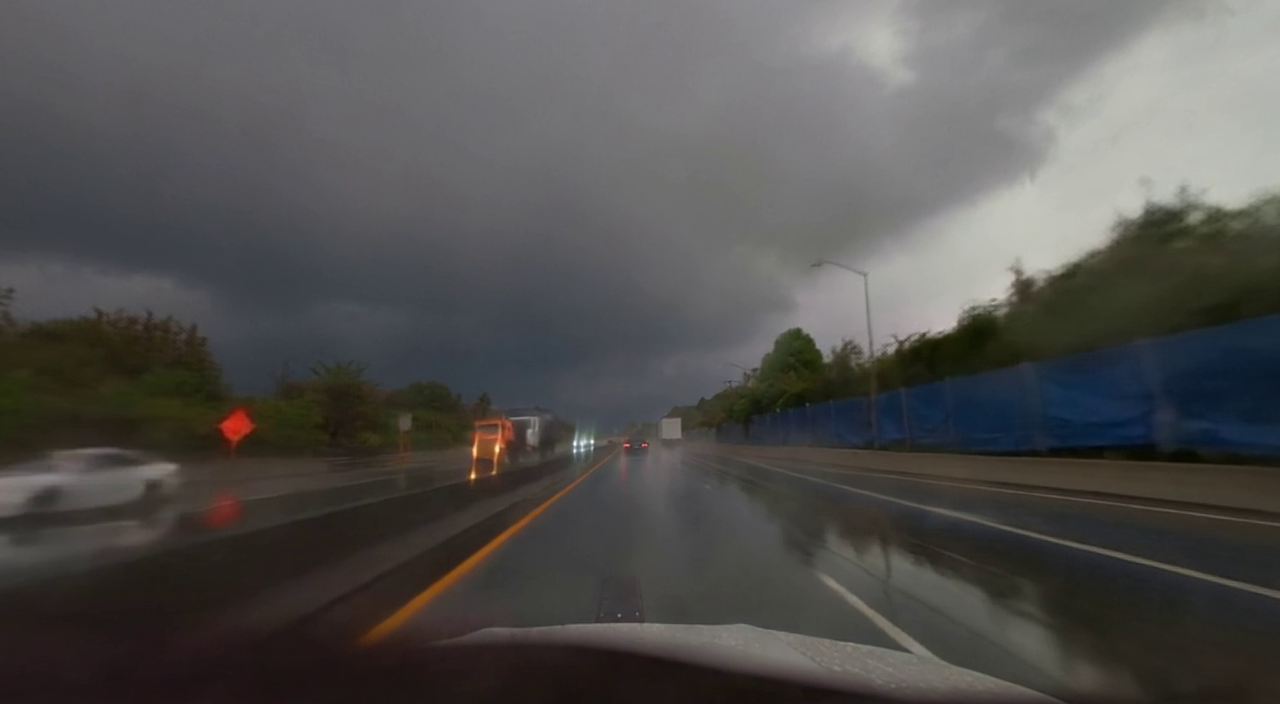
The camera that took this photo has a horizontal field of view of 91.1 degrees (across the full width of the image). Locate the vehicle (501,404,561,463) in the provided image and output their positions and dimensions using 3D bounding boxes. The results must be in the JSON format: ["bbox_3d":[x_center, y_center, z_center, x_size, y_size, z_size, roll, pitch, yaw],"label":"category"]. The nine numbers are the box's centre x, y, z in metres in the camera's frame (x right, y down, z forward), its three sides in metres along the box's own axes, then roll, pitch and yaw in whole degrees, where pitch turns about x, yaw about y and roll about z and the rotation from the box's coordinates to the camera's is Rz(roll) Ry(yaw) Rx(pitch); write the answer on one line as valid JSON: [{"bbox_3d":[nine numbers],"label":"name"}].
[{"bbox_3d":[-8.439,6.550,49.920,3.129,4.014,10.246,-4,-8,-2],"label":"vehicle"}]

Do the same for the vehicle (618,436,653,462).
[{"bbox_3d":[-0.327,5.817,37.895,2.004,1.472,4.075,0,-8,-1],"label":"vehicle"}]

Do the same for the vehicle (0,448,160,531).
[{"bbox_3d":[-12.803,2.812,13.339,1.877,1.490,4.134,0,-8,0],"label":"vehicle"}]
